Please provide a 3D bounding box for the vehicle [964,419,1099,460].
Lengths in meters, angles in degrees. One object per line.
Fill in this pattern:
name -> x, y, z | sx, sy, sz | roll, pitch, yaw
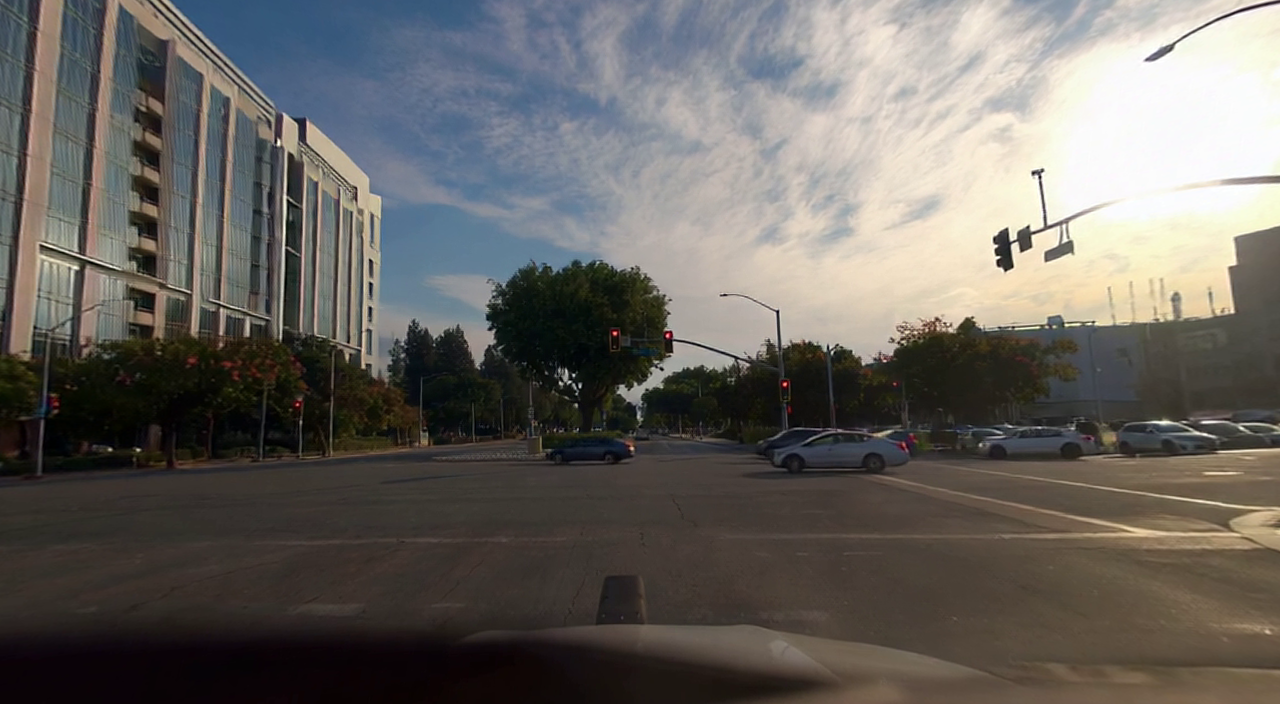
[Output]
vehicle -> 17.177, 3.866, 27.936 | 4.571, 1.698, 1.977 | -1, -8, 6

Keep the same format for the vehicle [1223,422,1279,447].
vehicle -> 42.251, 5.494, 41.975 | 2.037, 1.614, 5.175 | 0, -8, 0

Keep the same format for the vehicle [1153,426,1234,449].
vehicle -> 36.552, 5.684, 41.869 | 1.726, 1.429, 4.163 | -1, -8, 2

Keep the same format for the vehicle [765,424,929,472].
vehicle -> 6.934, 3.259, 21.498 | 4.916, 1.504, 1.846 | 0, -8, -4

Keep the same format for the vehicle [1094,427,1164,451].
vehicle -> 33.188, 5.931, 43.051 | 2.090, 1.494, 4.321 | -2, -9, 13

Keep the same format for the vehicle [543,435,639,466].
vehicle -> -2.132, 4.410, 28.220 | 4.046, 1.306, 1.719 | -1, -8, 4
